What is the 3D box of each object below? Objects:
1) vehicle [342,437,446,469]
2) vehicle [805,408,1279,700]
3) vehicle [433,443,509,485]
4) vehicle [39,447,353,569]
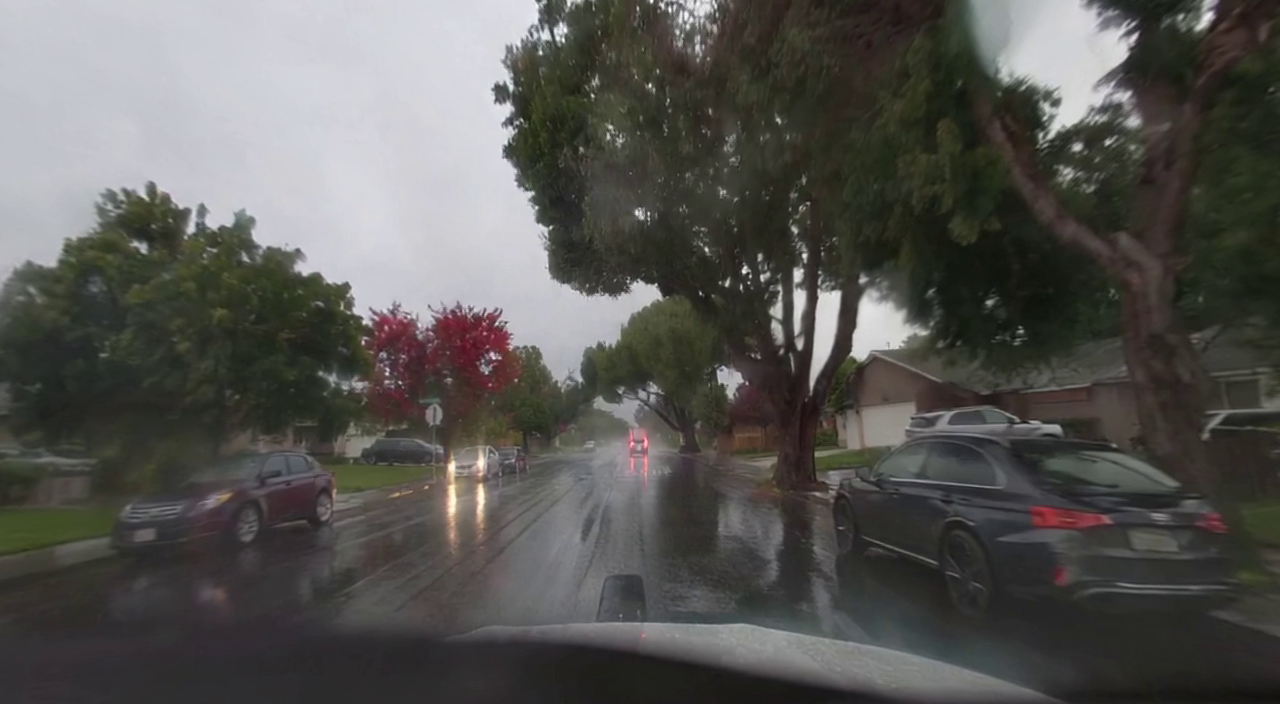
[{"bbox_3d":[-15.375,6.342,39.635,5.619,1.947,2.183,1,-9,-4],"label":"vehicle"},{"bbox_3d":[3.157,1.383,5.632,2.004,1.469,4.706,0,-8,-1],"label":"vehicle"},{"bbox_3d":[-6.830,4.552,25.993,1.972,1.543,4.622,0,-8,-2],"label":"vehicle"},{"bbox_3d":[-6.815,2.385,10.482,2.009,1.470,4.475,-3,-9,0],"label":"vehicle"}]
